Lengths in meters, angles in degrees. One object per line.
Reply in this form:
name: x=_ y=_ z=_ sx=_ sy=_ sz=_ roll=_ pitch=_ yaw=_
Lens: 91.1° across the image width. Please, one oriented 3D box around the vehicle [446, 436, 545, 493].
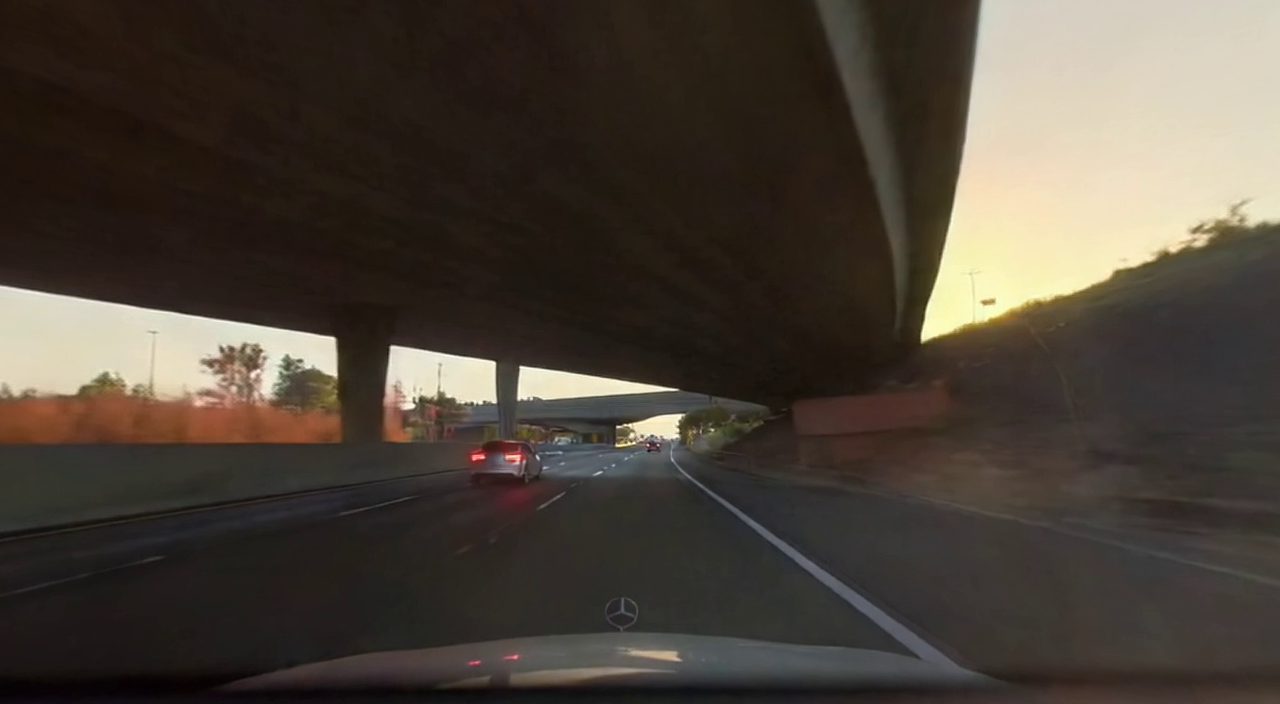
vehicle: x=-4.373 y=3.497 z=19.832 sx=1.961 sy=1.540 sz=4.487 roll=-1 pitch=-9 yaw=2
